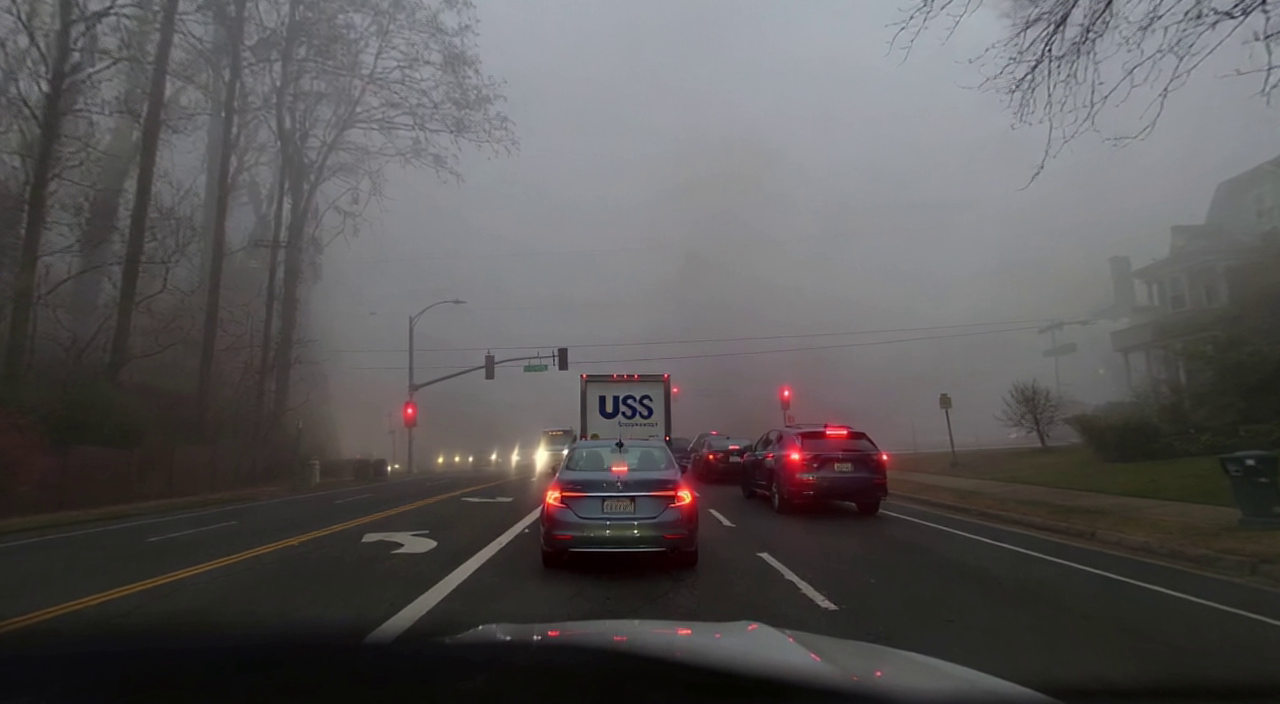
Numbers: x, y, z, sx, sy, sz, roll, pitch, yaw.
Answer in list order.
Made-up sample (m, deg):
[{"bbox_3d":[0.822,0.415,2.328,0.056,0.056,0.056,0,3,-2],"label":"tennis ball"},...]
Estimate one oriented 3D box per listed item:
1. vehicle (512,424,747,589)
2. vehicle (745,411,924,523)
[{"bbox_3d":[-0.149,1.720,7.933,2.135,1.483,4.207,0,-8,-2],"label":"vehicle"},{"bbox_3d":[3.606,2.244,12.819,2.145,1.847,4.524,0,-8,0],"label":"vehicle"}]
